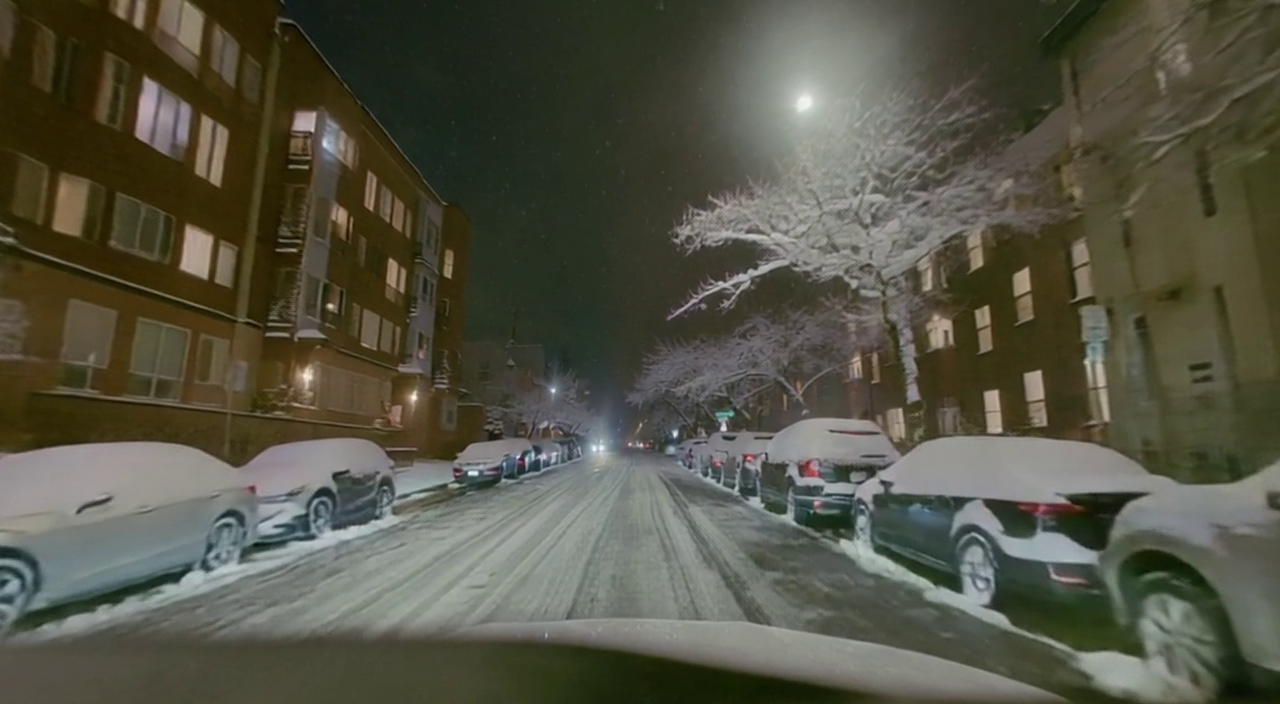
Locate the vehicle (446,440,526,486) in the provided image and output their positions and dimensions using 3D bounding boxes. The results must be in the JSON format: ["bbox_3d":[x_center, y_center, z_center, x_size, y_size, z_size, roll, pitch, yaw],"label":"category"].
[{"bbox_3d":[-5.436,3.959,22.884,1.647,1.481,4.433,0,-8,2],"label":"vehicle"}]

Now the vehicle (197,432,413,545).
[{"bbox_3d":[-5.187,2.115,10.382,1.628,1.504,3.500,0,-8,-1],"label":"vehicle"}]

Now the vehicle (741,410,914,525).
[{"bbox_3d":[3.380,2.201,12.570,1.835,1.809,4.997,0,-8,-1],"label":"vehicle"}]

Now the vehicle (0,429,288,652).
[{"bbox_3d":[-5.213,1.464,5.520,1.711,1.500,4.510,0,-8,-1],"label":"vehicle"}]

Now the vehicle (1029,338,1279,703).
[{"bbox_3d":[3.575,0.696,1.571,1.912,1.781,5.159,0,-8,0],"label":"vehicle"}]

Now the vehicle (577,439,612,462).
[{"bbox_3d":[-3.174,6.919,44.526,1.939,1.504,4.121,-1,-8,3],"label":"vehicle"}]
